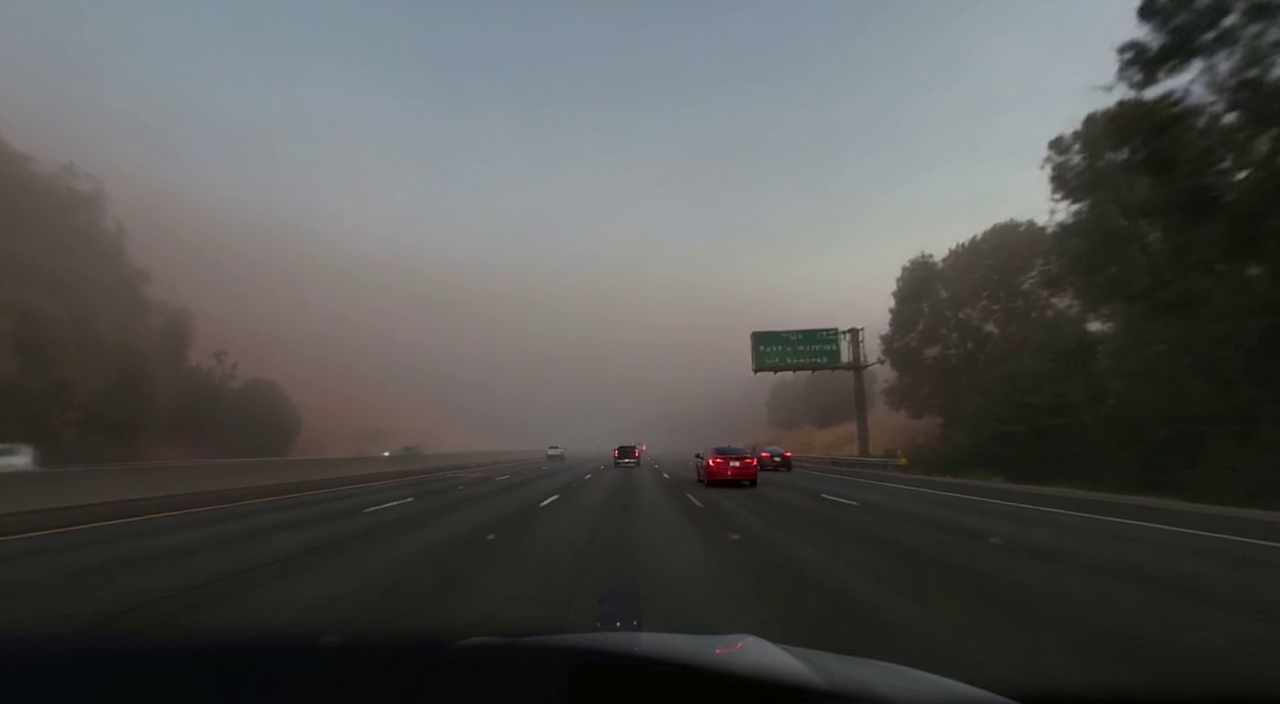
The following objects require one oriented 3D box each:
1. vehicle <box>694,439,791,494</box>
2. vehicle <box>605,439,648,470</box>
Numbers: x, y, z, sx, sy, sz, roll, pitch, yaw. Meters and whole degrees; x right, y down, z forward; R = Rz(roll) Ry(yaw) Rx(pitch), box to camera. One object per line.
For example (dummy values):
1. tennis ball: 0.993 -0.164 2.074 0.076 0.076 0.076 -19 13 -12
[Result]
1. vehicle: 3.032 3.511 19.803 2.120 1.492 4.734 0 -8 -2
2. vehicle: -0.756 5.809 35.968 2.277 1.675 4.023 0 -8 -1
